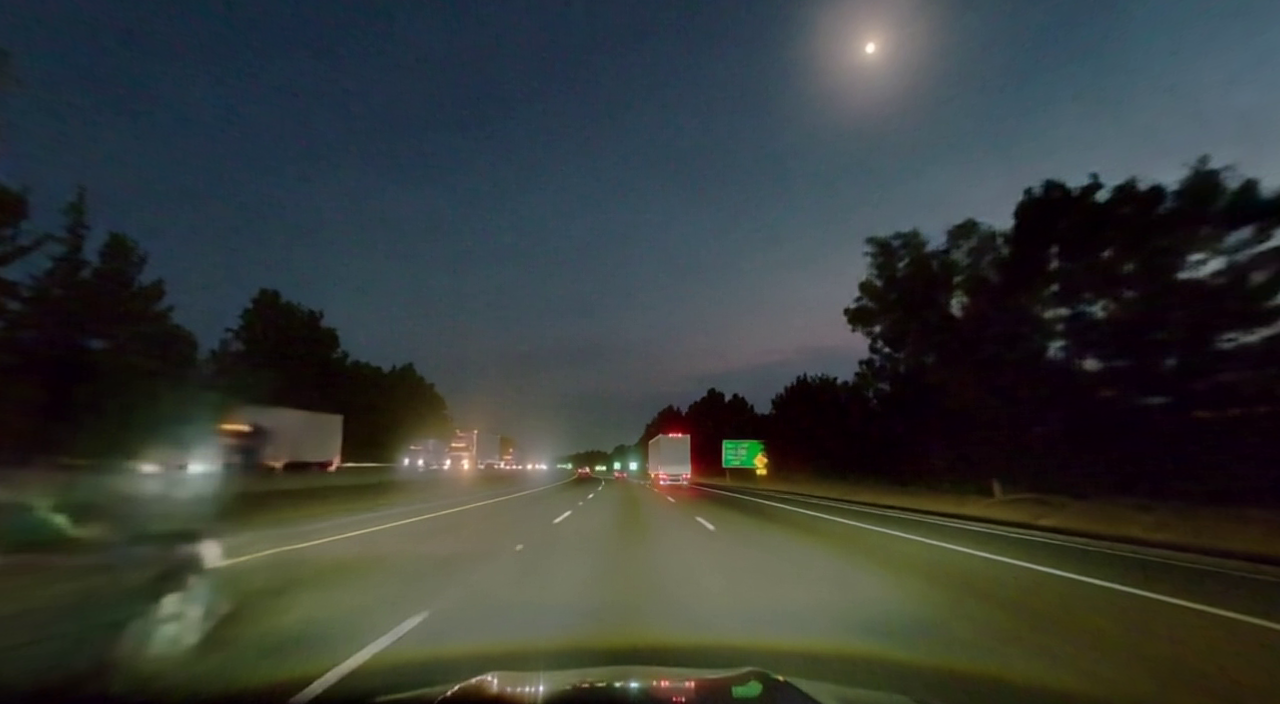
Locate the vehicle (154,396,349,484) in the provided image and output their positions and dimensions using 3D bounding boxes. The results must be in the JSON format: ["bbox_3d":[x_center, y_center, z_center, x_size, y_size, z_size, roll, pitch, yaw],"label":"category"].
[{"bbox_3d":[-12.002,2.953,20.260,2.336,2.353,6.170,1,-11,-1],"label":"vehicle"}]

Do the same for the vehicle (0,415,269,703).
[{"bbox_3d":[-3.865,1.048,2.978,1.868,1.485,3.770,1,-11,0],"label":"vehicle"}]
